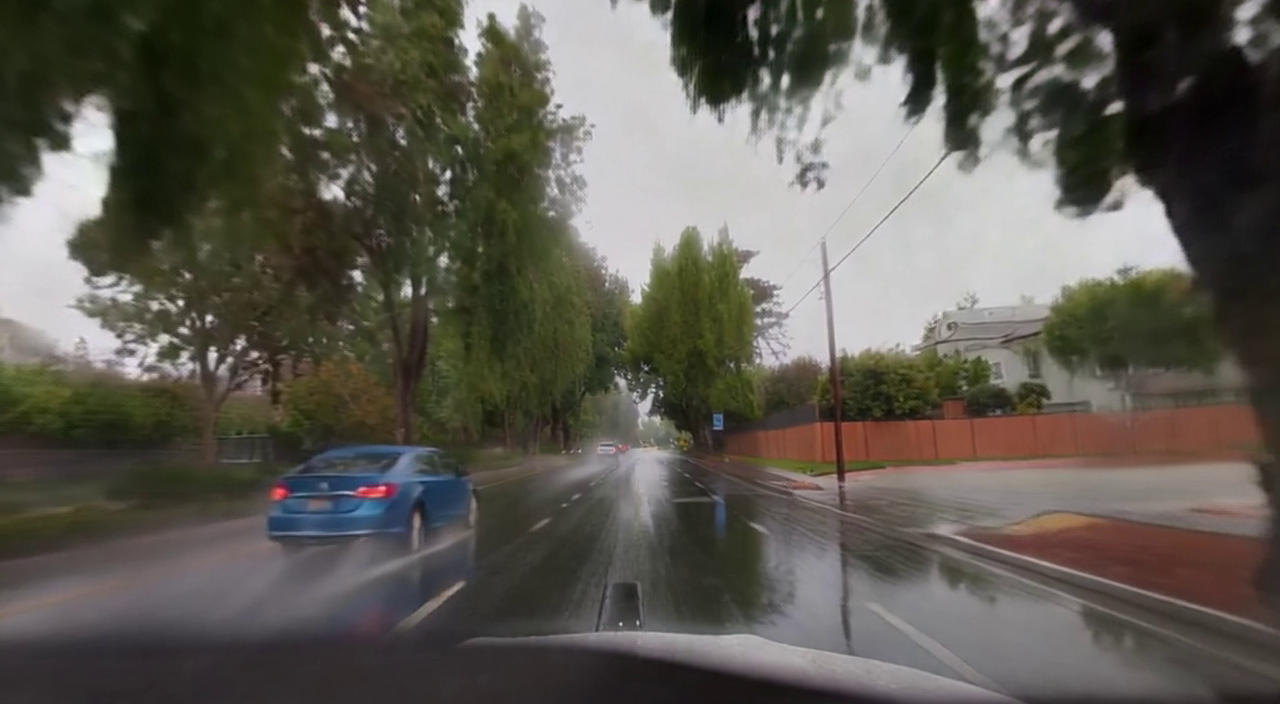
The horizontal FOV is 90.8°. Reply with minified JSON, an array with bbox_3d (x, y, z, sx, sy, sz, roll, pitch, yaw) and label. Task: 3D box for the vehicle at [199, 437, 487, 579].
[{"bbox_3d":[-3.612,1.948,8.769,1.870,1.431,4.317,-1,-9,1],"label":"vehicle"}]
